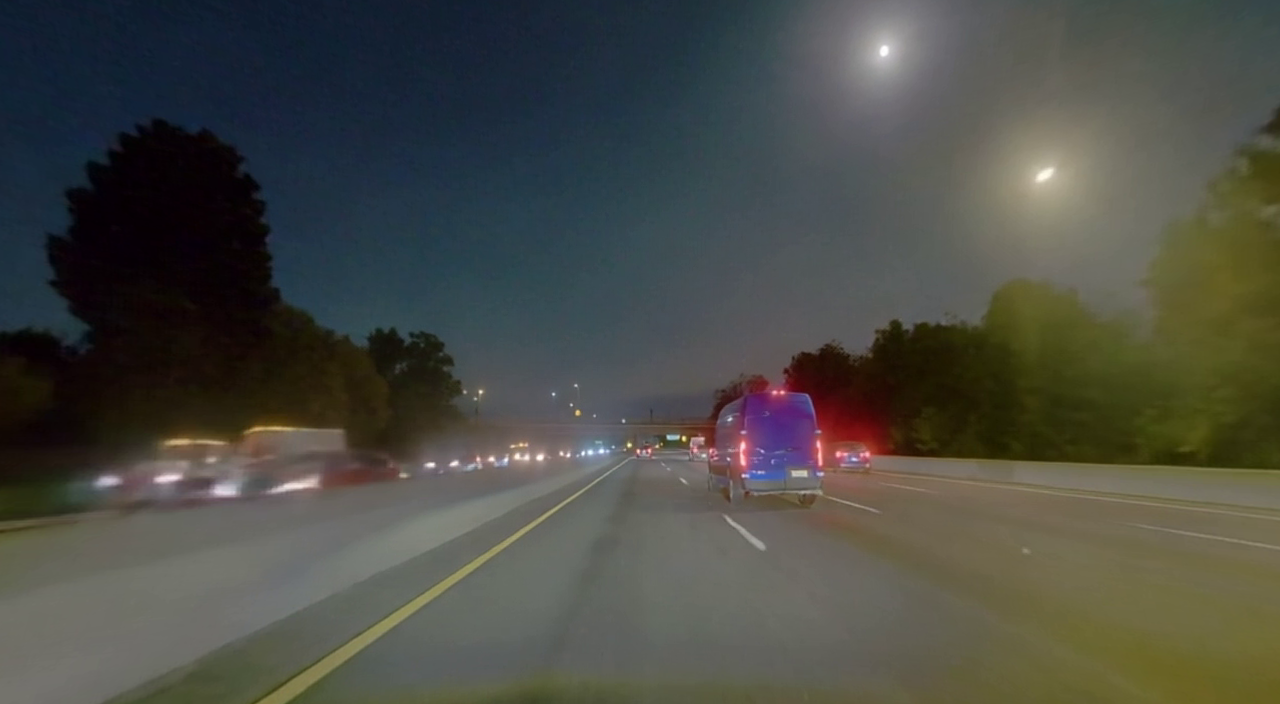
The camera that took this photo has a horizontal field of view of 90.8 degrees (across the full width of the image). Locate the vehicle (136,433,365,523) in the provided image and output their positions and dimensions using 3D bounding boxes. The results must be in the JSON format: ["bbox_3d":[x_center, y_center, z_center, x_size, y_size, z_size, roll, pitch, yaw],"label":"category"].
[{"bbox_3d":[-7.594,2.484,12.946,1.902,1.496,4.319,0,-9,1],"label":"vehicle"}]

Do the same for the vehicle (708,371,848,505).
[{"bbox_3d":[3.627,2.548,18.442,2.460,3.155,6.902,0,-9,0],"label":"vehicle"}]

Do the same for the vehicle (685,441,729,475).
[{"bbox_3d":[3.608,5.787,34.678,2.009,1.731,4.149,0,-9,0],"label":"vehicle"}]
